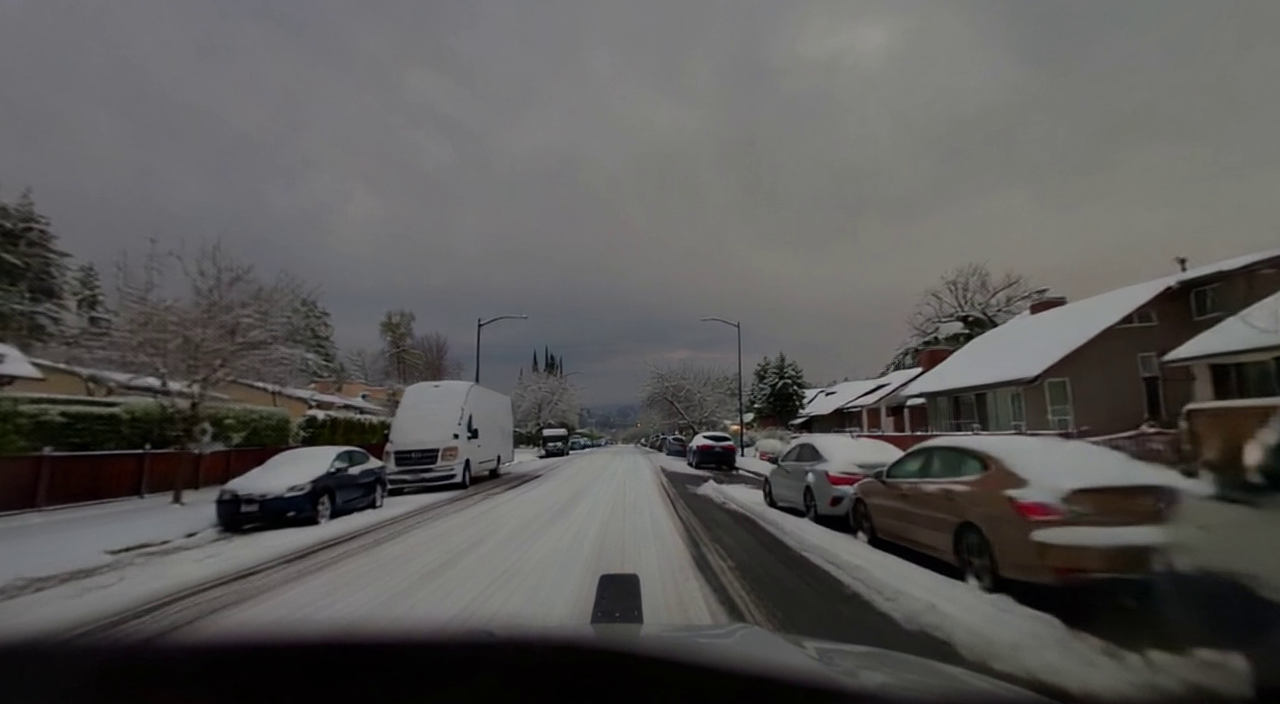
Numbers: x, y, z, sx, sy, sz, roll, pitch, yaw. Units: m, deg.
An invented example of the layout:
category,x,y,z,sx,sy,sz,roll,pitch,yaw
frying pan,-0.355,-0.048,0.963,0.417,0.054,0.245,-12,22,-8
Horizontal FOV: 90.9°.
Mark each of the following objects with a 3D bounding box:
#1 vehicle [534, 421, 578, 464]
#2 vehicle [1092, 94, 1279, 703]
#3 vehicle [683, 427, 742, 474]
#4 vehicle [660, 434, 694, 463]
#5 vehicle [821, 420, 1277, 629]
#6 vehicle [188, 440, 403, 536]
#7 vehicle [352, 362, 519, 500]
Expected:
category,x,y,z,sx,sy,sz,roll,pitch,yaw
vehicle,-5.837,6.339,44.134,2.408,2.782,3.837,-3,-8,0
vehicle,3.428,0.137,0.762,2.215,2.542,4.550,-2,-7,0
vehicle,3.041,4.226,27.335,1.965,1.855,4.677,0,-8,-1
vehicle,2.416,6.438,42.164,1.918,1.815,4.400,0,-8,-1
vehicle,3.554,1.517,6.705,1.867,1.470,4.312,0,-8,-2
vehicle,-6.255,2.448,12.104,1.921,1.470,4.068,0,-8,-2
vehicle,-6.176,2.617,20.761,2.896,3.648,8.004,0,-8,-1
